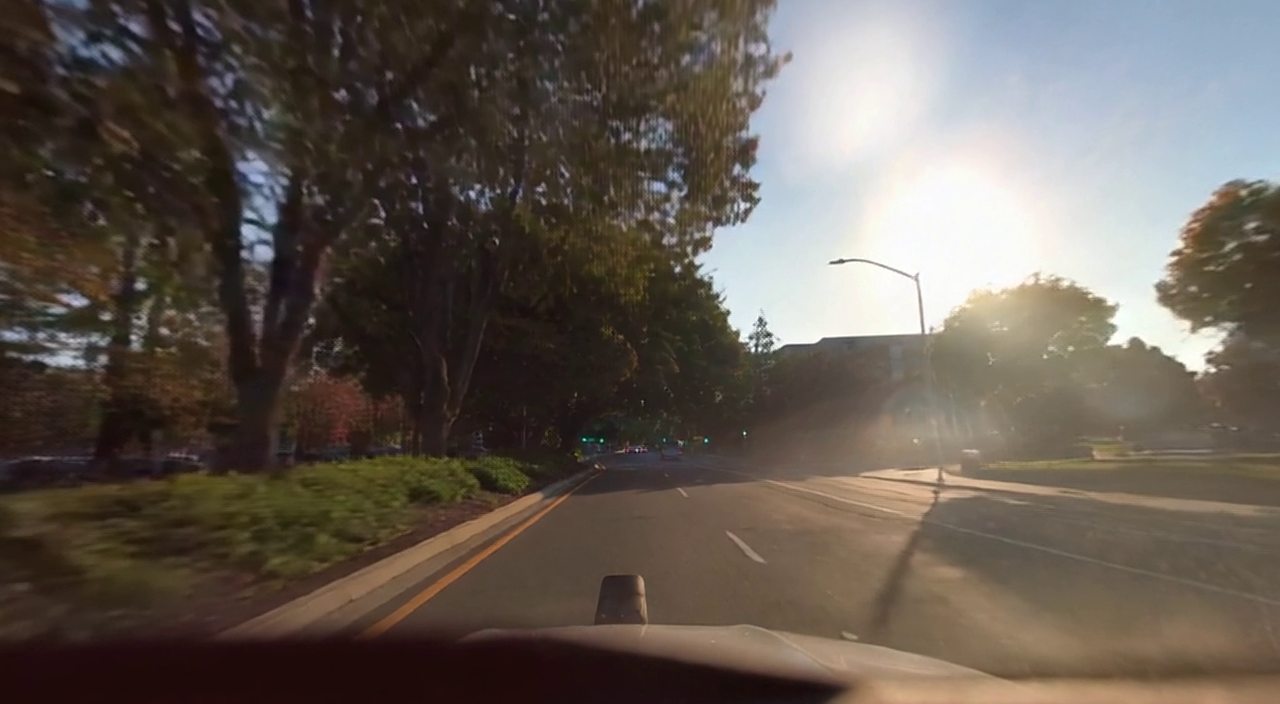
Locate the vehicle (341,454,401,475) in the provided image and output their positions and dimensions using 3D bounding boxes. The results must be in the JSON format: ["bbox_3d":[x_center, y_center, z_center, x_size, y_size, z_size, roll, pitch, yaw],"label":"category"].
[{"bbox_3d":[-19.098,7.985,45.005,2.637,1.401,3.741,1,-9,0],"label":"vehicle"}]
